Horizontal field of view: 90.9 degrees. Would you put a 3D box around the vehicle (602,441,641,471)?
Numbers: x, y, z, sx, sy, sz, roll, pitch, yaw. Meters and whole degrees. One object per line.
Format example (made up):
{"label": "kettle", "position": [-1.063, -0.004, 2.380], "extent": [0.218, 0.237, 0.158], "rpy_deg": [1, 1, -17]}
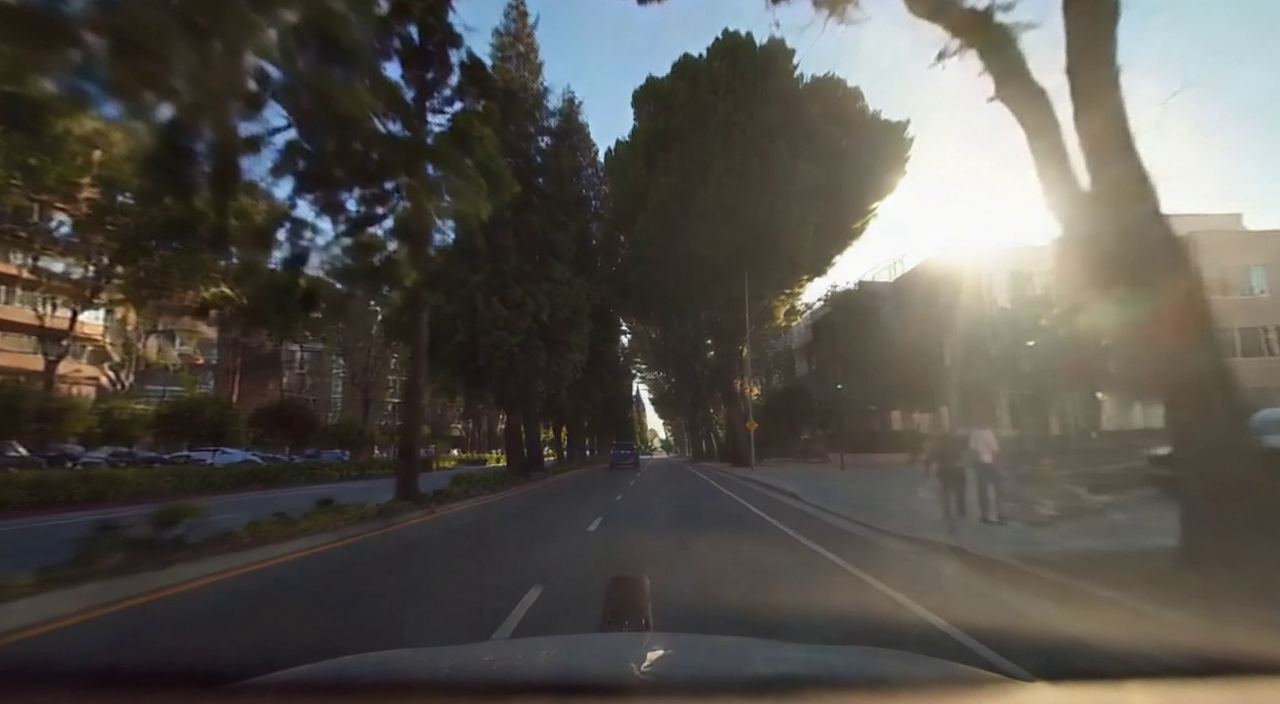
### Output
{"label": "vehicle", "position": [-1.134, 6.828, 41.623], "extent": [2.294, 1.859, 5.127], "rpy_deg": [0, -9, 2]}
